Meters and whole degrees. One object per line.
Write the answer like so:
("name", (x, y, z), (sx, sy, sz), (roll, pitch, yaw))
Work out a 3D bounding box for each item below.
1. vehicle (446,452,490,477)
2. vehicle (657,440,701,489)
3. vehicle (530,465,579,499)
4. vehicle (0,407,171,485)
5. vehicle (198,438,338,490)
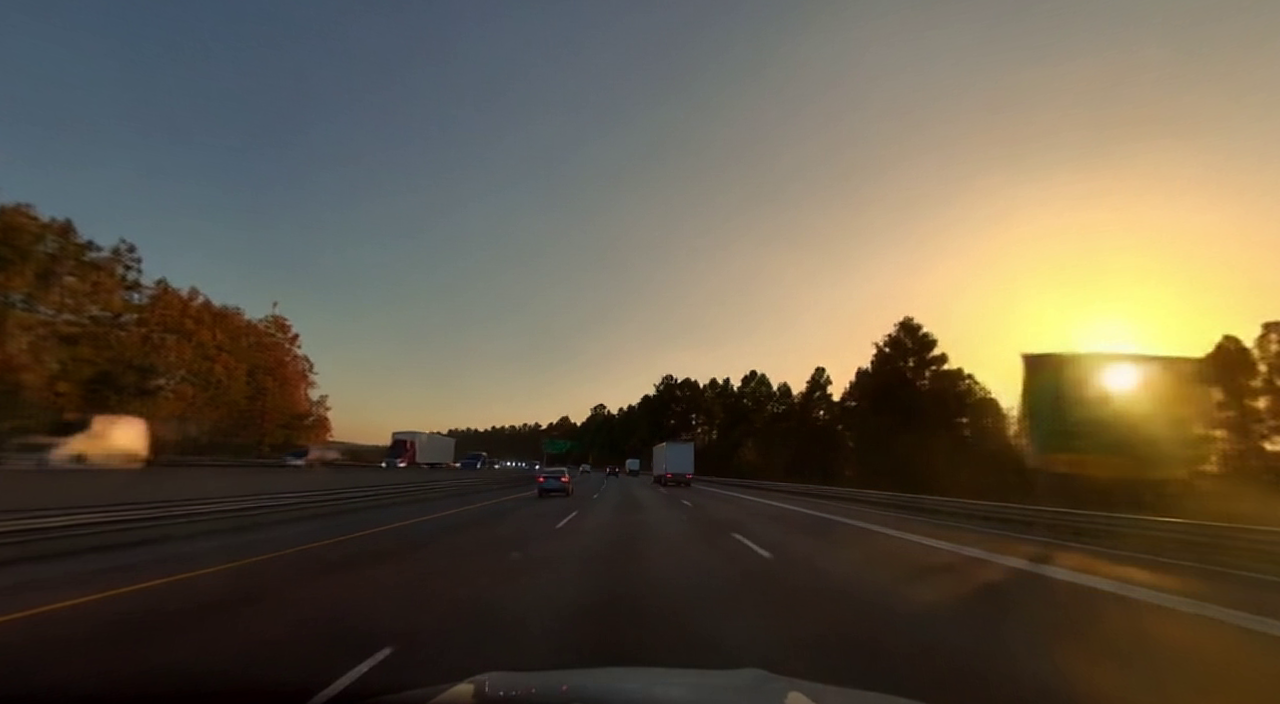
("vehicle", (-12.915, 8.530, 47.710), (2.058, 1.786, 4.890), (1, -11, -2))
("vehicle", (2.948, 8.909, 49.753), (2.738, 3.456, 7.520), (1, -11, -1))
("vehicle", (-4.012, 6.178, 30.098), (1.868, 1.485, 3.770), (1, -11, -1))
("vehicle", (-21.077, 3.655, 23.838), (2.275, 2.518, 5.911), (1, -11, -4))
("vehicle", (-11.762, 3.625, 20.340), (1.874, 1.446, 4.444), (1, -11, -1))
